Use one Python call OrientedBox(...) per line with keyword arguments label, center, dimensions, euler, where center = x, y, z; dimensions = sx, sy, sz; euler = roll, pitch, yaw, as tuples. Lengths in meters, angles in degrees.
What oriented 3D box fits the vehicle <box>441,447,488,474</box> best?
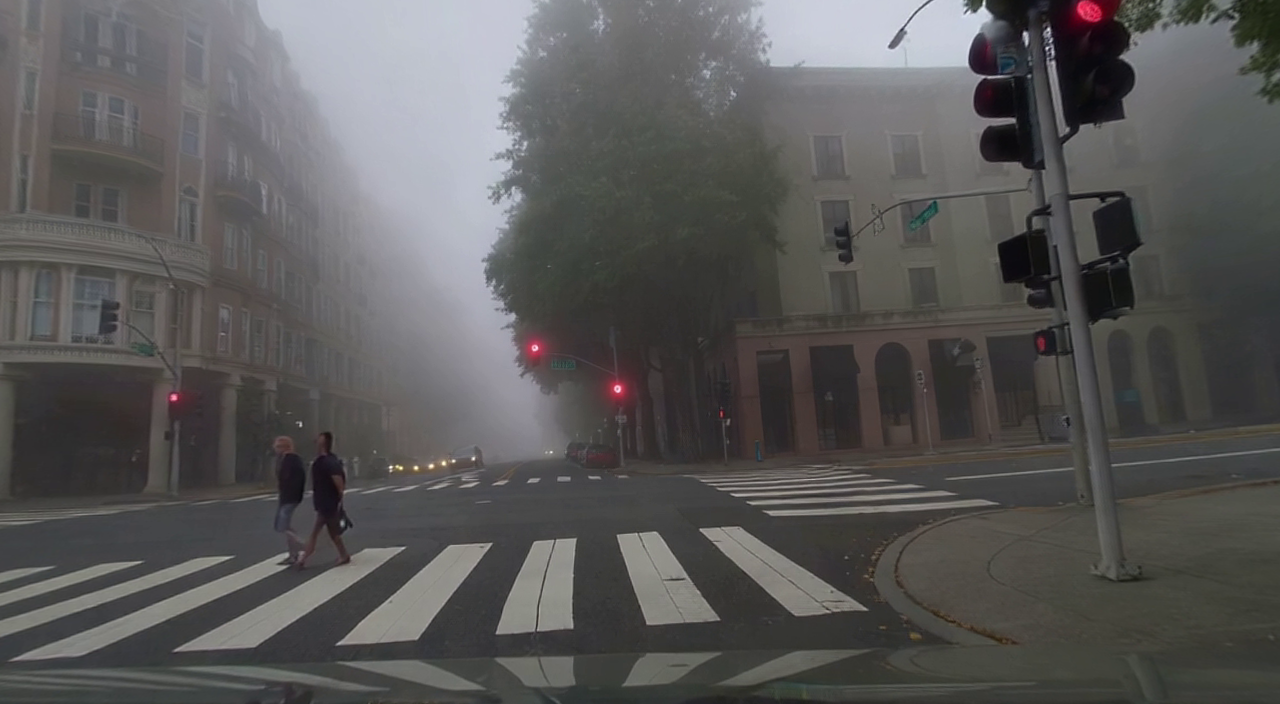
OrientedBox(label="vehicle", center=(-10.484, 6.478, 38.088), dimensions=(2.196, 1.503, 4.371), euler=(1, -9, -8))
